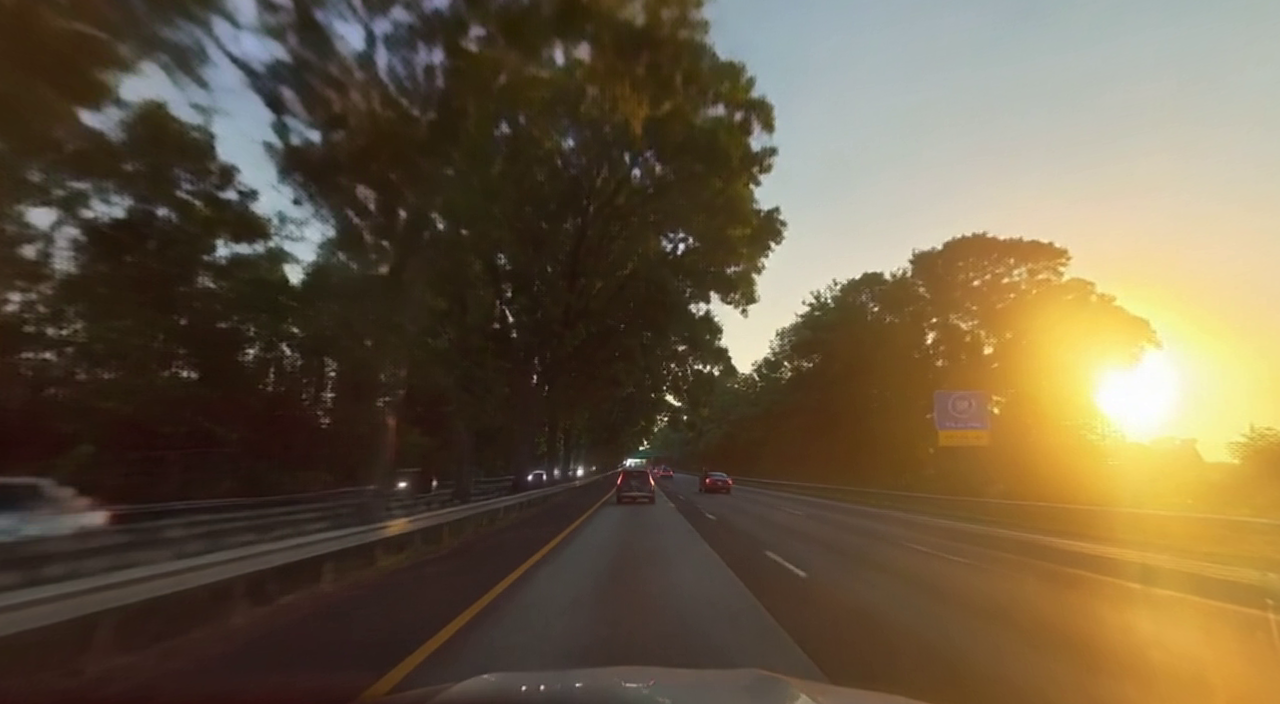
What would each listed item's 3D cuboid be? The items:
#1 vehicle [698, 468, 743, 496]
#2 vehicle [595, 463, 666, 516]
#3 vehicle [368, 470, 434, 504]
[{"bbox_3d":[4.516,7.373,35.952,1.974,1.476,4.119,1,-10,-1],"label":"vehicle"},{"bbox_3d":[-0.287,4.342,20.178,2.060,1.473,3.726,1,-10,-1],"label":"vehicle"},{"bbox_3d":[-12.322,6.950,32.760,1.856,1.595,3.945,1,-10,0],"label":"vehicle"}]
